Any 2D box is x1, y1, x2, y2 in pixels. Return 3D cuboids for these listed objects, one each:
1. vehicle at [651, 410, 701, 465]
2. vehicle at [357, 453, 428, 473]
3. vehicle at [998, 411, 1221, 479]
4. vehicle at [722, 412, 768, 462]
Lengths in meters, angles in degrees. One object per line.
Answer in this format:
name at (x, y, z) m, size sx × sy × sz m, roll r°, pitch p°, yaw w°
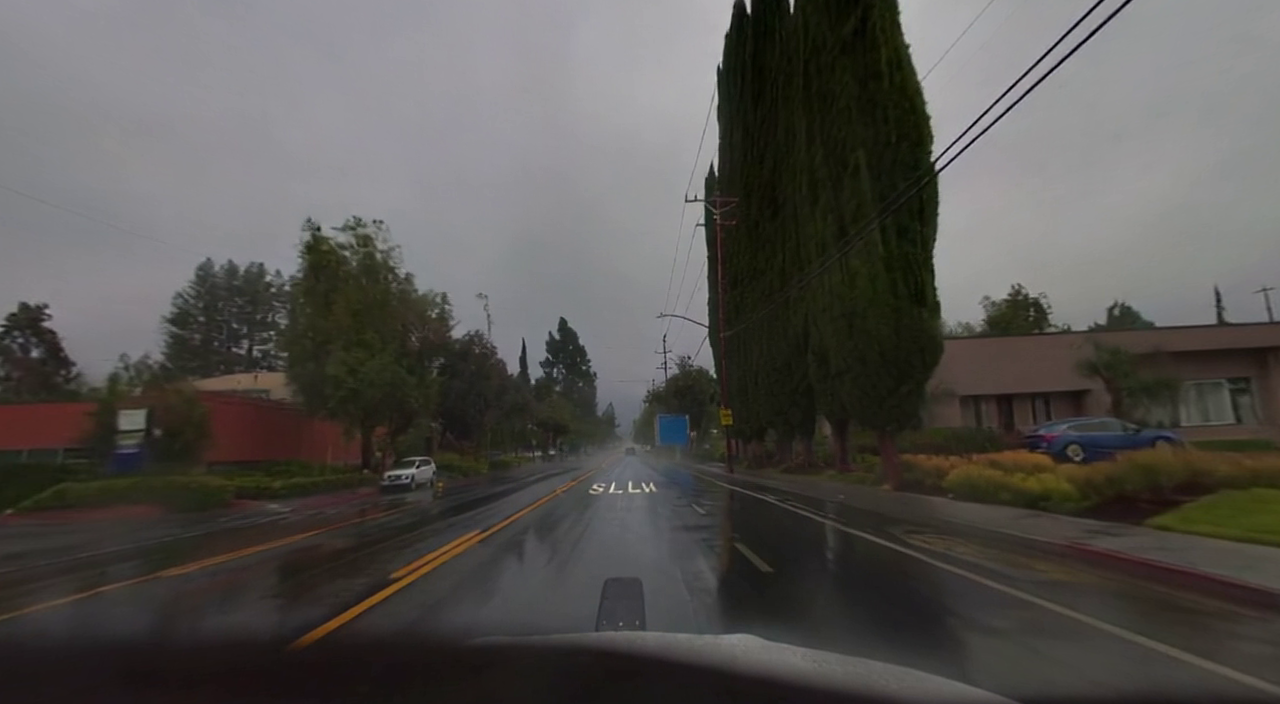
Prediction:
vehicle at (2.602, 6.833, 49.511) m, size 3.074 × 3.703 × 11.122 m, roll 2°, pitch -9°, yaw -1°
vehicle at (-19.456, 8.725, 49.743) m, size 4.804 × 1.527 × 1.887 m, roll 0°, pitch -9°, yaw 0°
vehicle at (12.586, 2.575, 17.412) m, size 4.554 × 1.668 × 1.974 m, roll -5°, pitch -10°, yaw 27°
vehicle at (7.589, 6.141, 45.139) m, size 2.714 × 3.227 × 7.170 m, roll -2°, pitch -9°, yaw 13°
